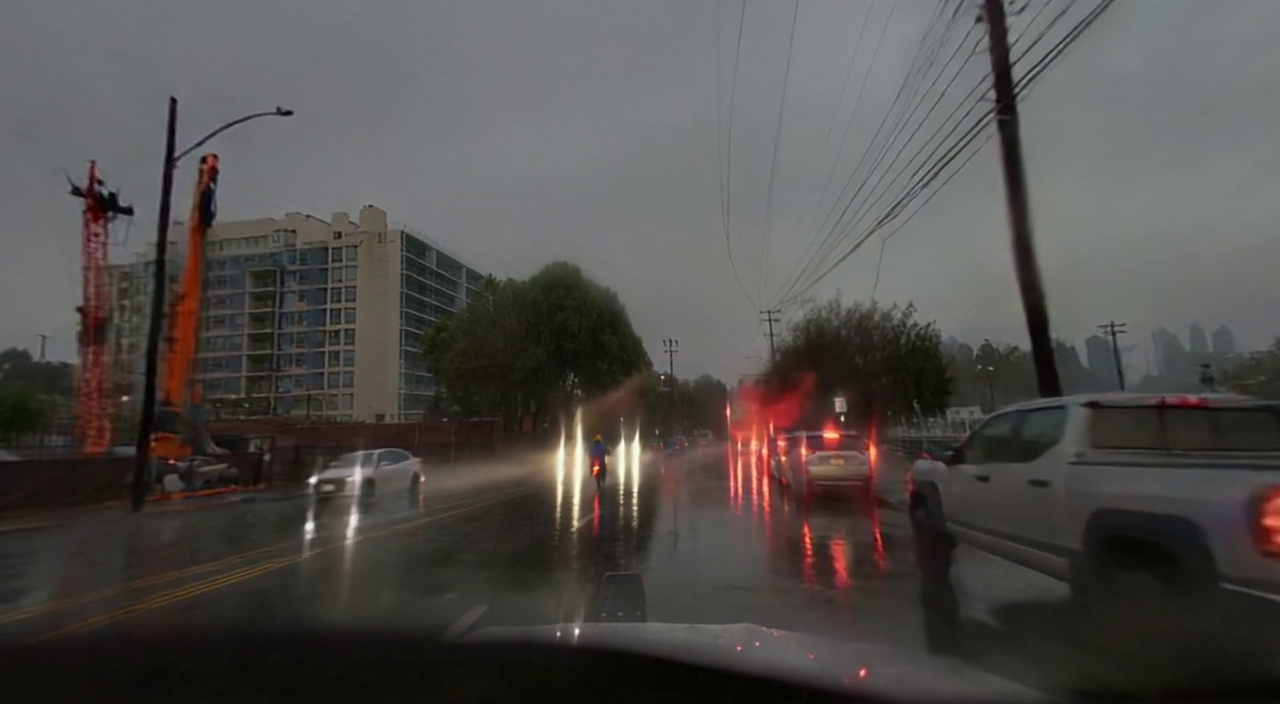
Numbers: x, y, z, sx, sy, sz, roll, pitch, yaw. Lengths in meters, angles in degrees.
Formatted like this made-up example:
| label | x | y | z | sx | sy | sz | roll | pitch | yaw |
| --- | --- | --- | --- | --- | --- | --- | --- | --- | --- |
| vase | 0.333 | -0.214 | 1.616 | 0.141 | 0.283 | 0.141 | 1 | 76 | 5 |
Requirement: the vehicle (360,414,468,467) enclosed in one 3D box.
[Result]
| label | x | y | z | sx | sy | sz | roll | pitch | yaw |
| --- | --- | --- | --- | --- | --- | --- | --- | --- | --- |
| vehicle | -14.622 | 5.913 | 42.020 | 2.990 | 3.144 | 9.080 | -1 | -8 | 6 |

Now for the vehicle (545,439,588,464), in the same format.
| label | x | y | z | sx | sy | sz | roll | pitch | yaw |
| --- | --- | --- | --- | --- | --- | --- | --- | --- | --- |
| vehicle | -5.332 | 7.303 | 46.545 | 2.053 | 1.771 | 4.684 | -1 | -8 | 8 |

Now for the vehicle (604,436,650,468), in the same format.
| label | x | y | z | sx | sy | sz | roll | pitch | yaw |
| --- | --- | --- | --- | --- | --- | --- | --- | --- | --- |
| vehicle | -0.647 | 5.454 | 34.549 | 1.925 | 1.602 | 4.090 | -1 | -8 | 8 |

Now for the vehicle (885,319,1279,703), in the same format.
| label | x | y | z | sx | sy | sz | roll | pitch | yaw |
| --- | --- | --- | --- | --- | --- | --- | --- | --- | --- |
| vehicle | 3.864 | 1.117 | 4.837 | 2.171 | 1.832 | 5.180 | -1 | -8 | 4 |

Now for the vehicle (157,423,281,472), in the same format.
| label | x | y | z | sx | sy | sz | roll | pitch | yaw |
| --- | --- | --- | --- | --- | --- | --- | --- | --- | --- |
| vehicle | -26.963 | 6.157 | 40.896 | 2.933 | 2.907 | 6.416 | -2 | -8 | 9 |

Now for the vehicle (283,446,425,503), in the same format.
| label | x | y | z | sx | sy | sz | roll | pitch | yaw |
| --- | --- | --- | --- | --- | --- | --- | --- | --- | --- |
| vehicle | -8.801 | 3.769 | 19.997 | 1.905 | 1.536 | 4.714 | -1 | -8 | 6 |

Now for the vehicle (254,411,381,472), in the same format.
| label | x | y | z | sx | sy | sz | roll | pitch | yaw |
| --- | --- | --- | --- | --- | --- | --- | --- | --- | --- |
| vehicle | -20.652 | 5.782 | 41.251 | 3.283 | 3.441 | 8.669 | -2 | -7 | 4 |

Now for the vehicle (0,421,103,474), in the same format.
| label | x | y | z | sx | sy | sz | roll | pitch | yaw |
| --- | --- | --- | --- | --- | --- | --- | --- | --- | --- |
| vehicle | -43.262 | 6.910 | 45.901 | 3.045 | 3.446 | 8.002 | 2 | -9 | -15 |

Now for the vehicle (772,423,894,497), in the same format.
| label | x | y | z | sx | sy | sz | roll | pitch | yaw |
| --- | --- | --- | --- | --- | --- | --- | --- | --- | --- |
| vehicle | 5.371 | 3.076 | 18.448 | 2.387 | 1.820 | 5.286 | -1 | -8 | 6 |
